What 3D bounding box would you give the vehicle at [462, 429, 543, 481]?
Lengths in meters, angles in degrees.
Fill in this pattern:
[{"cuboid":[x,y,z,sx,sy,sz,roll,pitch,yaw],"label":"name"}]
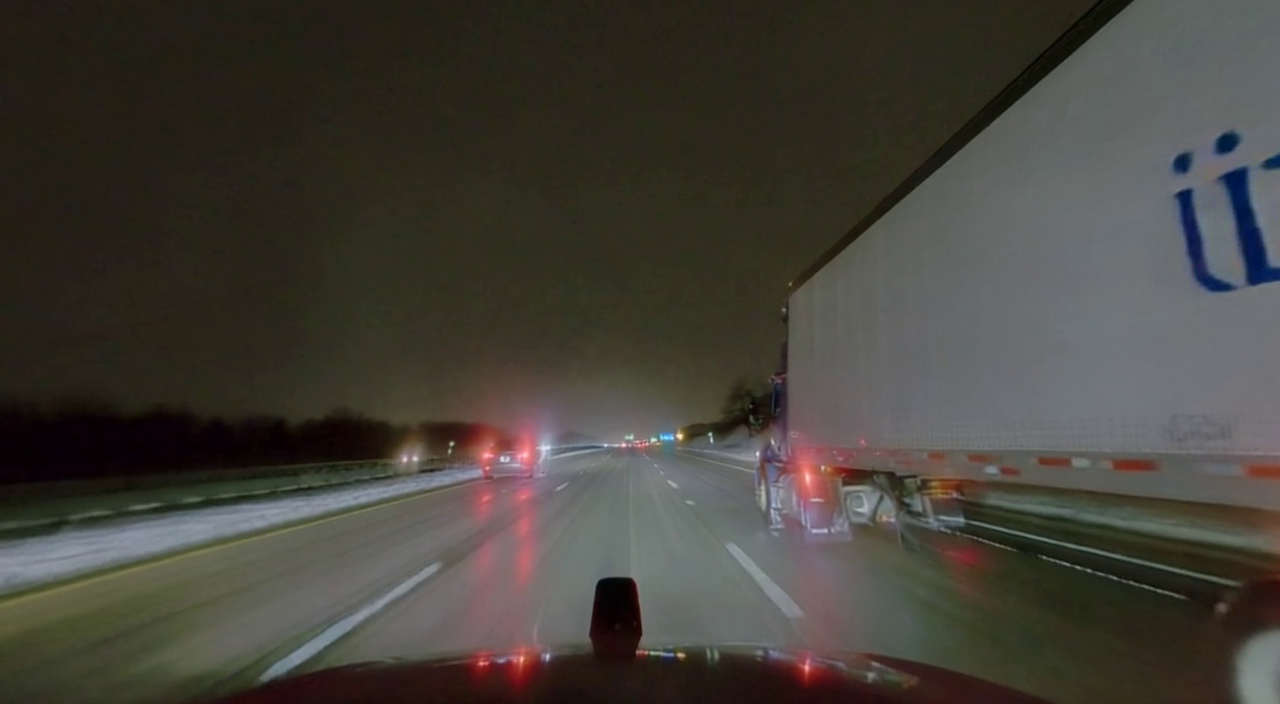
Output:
[{"cuboid":[-4.834,3.682,22.799,2.063,1.661,4.439,2,-8,-2],"label":"vehicle"}]
